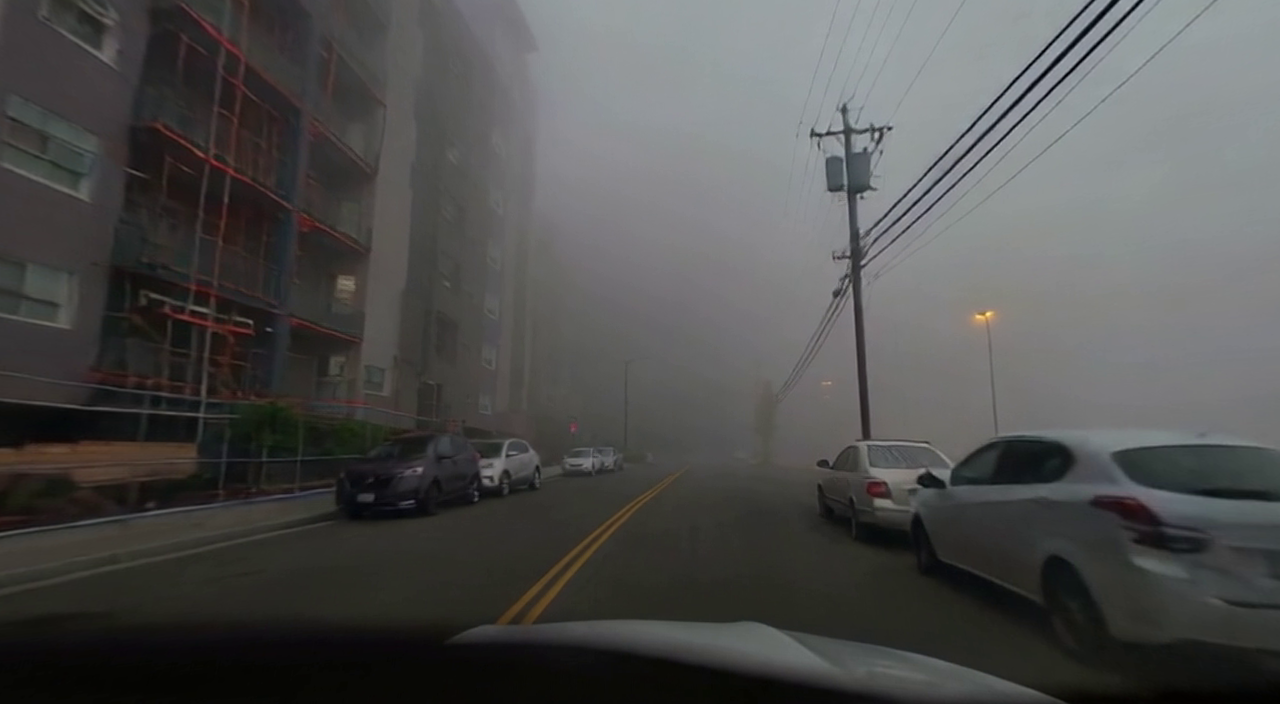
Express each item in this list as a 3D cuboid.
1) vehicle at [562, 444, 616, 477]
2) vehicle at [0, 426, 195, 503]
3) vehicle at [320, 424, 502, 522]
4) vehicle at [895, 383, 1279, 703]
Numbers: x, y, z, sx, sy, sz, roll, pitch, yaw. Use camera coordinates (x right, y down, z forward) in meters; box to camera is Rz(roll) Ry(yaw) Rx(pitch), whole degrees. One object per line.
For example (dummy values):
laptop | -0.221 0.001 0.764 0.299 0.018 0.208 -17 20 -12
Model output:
vehicle | -2.688 5.910 34.483 1.998 1.633 4.673 -1 -9 7
vehicle | -14.003 2.785 15.927 1.948 1.660 4.316 -1 -9 8
vehicle | -4.997 2.707 14.660 1.953 1.871 4.712 -1 -9 8
vehicle | 4.164 1.461 5.878 1.918 1.848 4.946 -1 -9 6
